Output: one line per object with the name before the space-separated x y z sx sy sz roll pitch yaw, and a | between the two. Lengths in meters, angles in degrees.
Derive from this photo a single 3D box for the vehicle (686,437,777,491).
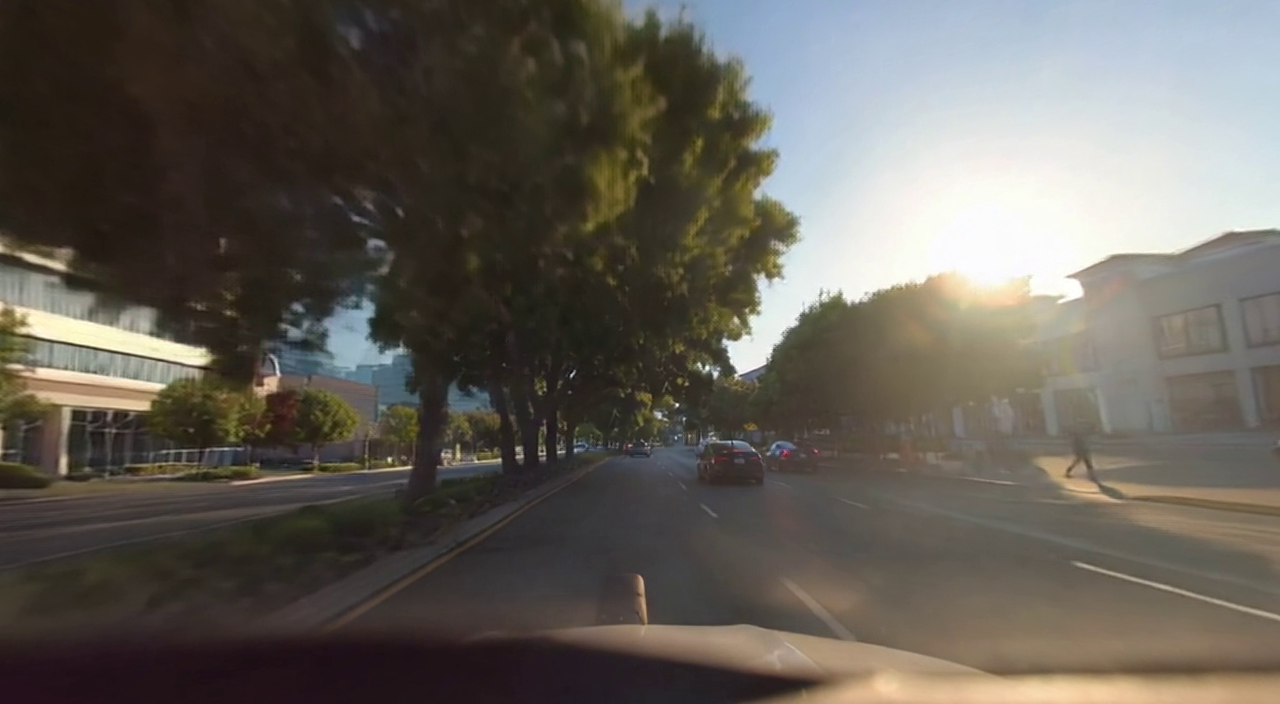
vehicle | 2.754 3.505 20.183 2.131 1.491 4.496 0 -8 -1

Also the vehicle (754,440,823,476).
vehicle | 6.370 4.575 27.608 1.912 1.411 4.380 0 -8 0
